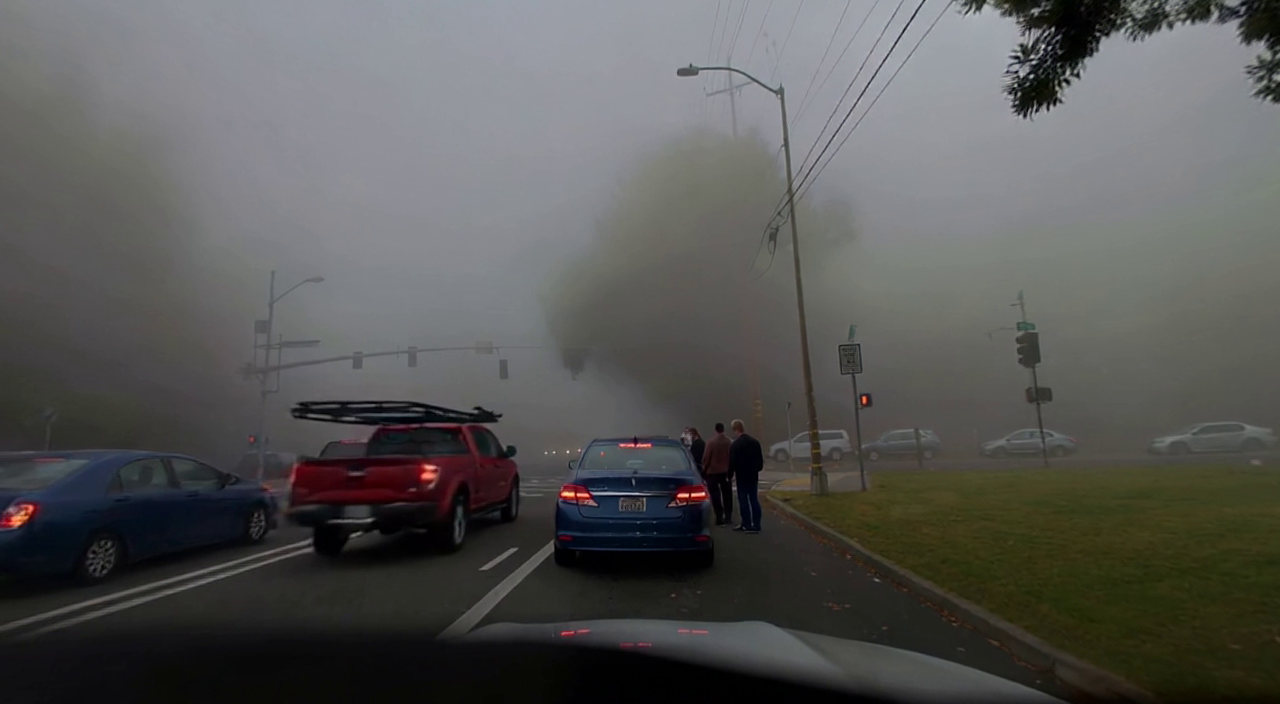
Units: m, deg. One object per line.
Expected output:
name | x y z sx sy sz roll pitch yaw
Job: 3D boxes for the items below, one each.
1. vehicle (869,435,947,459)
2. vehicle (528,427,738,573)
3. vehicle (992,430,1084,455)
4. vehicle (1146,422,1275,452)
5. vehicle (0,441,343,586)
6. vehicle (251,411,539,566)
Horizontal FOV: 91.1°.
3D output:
vehicle | 17.522 6.213 41.125 4.441 1.452 1.798 -5 -10 30
vehicle | -0.056 1.862 8.681 2.182 1.501 4.150 0 -9 1
vehicle | 23.815 5.442 37.748 4.454 1.440 1.816 -5 -10 30
vehicle | 30.536 4.609 33.793 4.739 1.472 1.804 -5 -10 30
vehicle | -6.343 2.057 8.938 1.948 1.530 4.283 0 -9 3
vehicle | -3.307 1.991 10.041 2.273 1.788 5.258 0 -9 2
